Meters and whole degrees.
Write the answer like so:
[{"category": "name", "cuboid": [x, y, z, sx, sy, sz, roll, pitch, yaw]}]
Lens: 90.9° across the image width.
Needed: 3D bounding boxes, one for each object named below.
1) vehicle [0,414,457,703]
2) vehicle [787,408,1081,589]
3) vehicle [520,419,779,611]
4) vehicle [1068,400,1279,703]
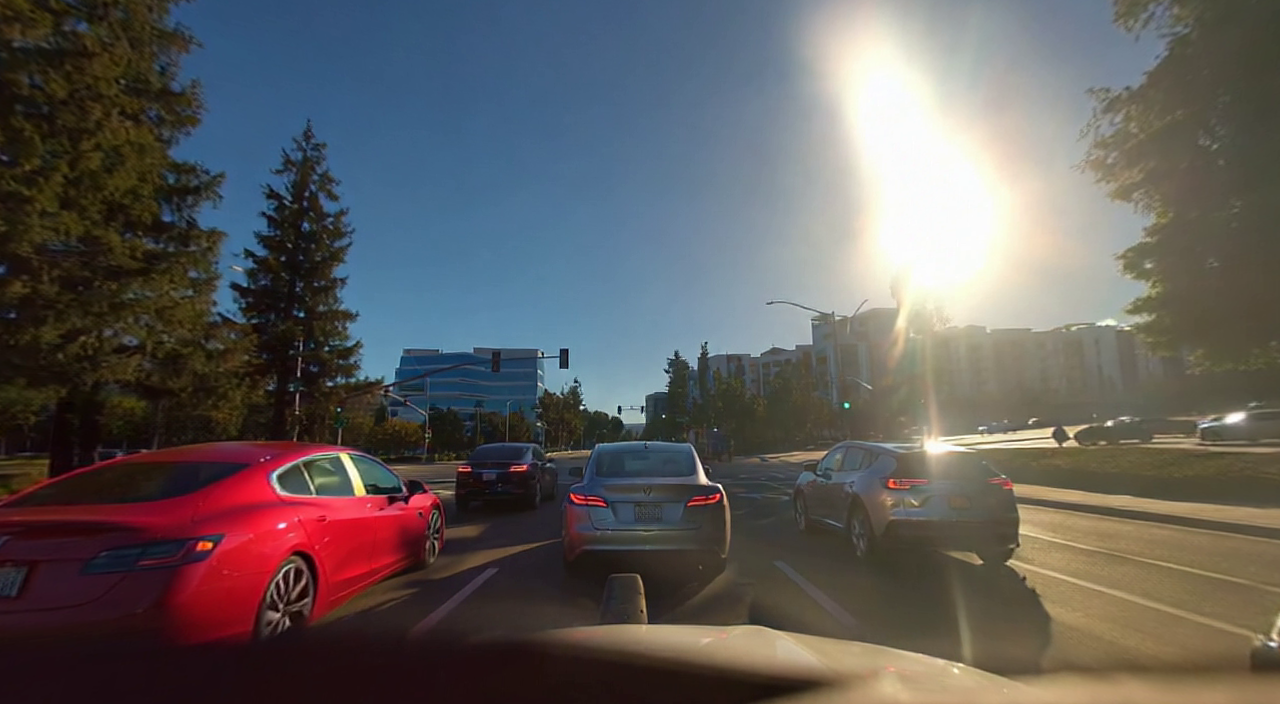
[{"category": "vehicle", "cuboid": [-3.082, 1.329, 4.792, 2.015, 1.478, 4.407, 0, -8, 0]}, {"category": "vehicle", "cuboid": [3.390, 1.738, 8.316, 1.938, 1.732, 4.006, 1, -8, 0]}, {"category": "vehicle", "cuboid": [0.051, 1.675, 7.424, 2.144, 1.563, 4.218, 0, -8, -1]}, {"category": "vehicle", "cuboid": [3.302, 0.750, 1.033, 1.951, 1.522, 4.614, 0, -8, 0]}]
